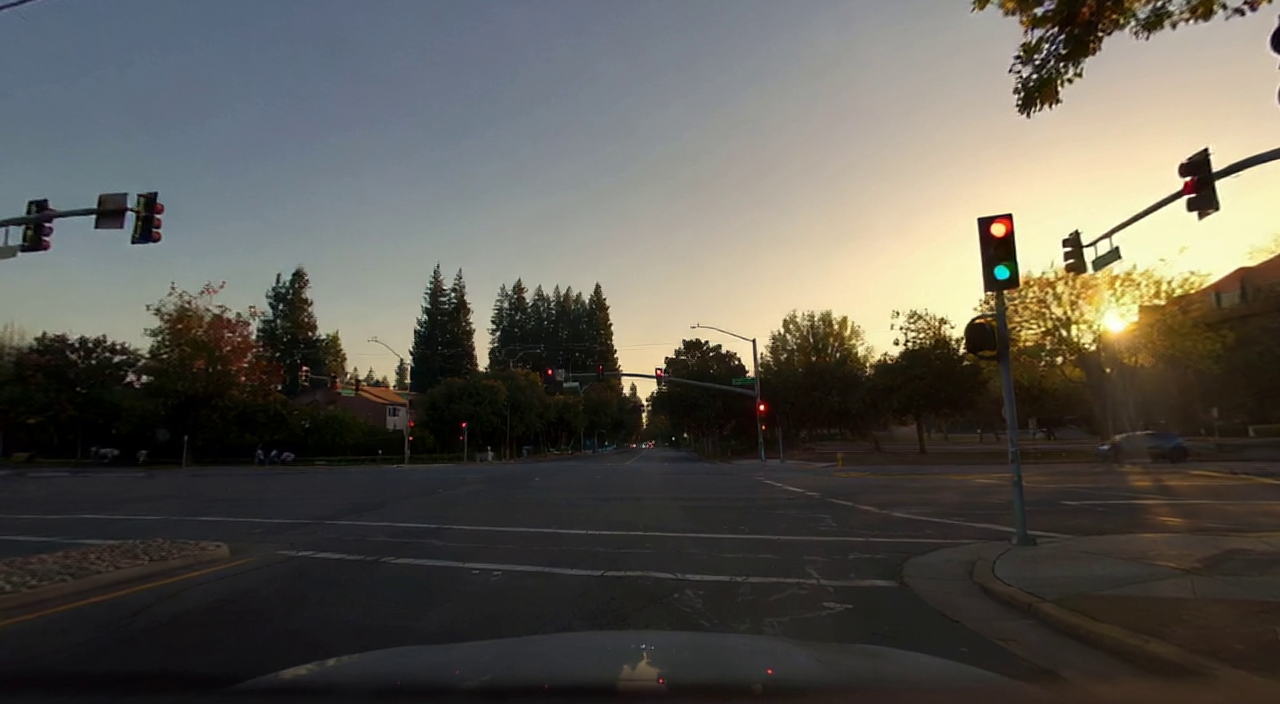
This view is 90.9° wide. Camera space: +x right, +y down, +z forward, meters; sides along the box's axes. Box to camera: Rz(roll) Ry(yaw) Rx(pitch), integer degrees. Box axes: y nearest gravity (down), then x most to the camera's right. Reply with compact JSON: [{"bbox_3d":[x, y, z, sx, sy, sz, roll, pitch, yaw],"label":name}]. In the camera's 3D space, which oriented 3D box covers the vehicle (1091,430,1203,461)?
[{"bbox_3d":[25.476,4.736,31.847,3.952,1.468,1.768,-3,-9,22],"label":"vehicle"}]
